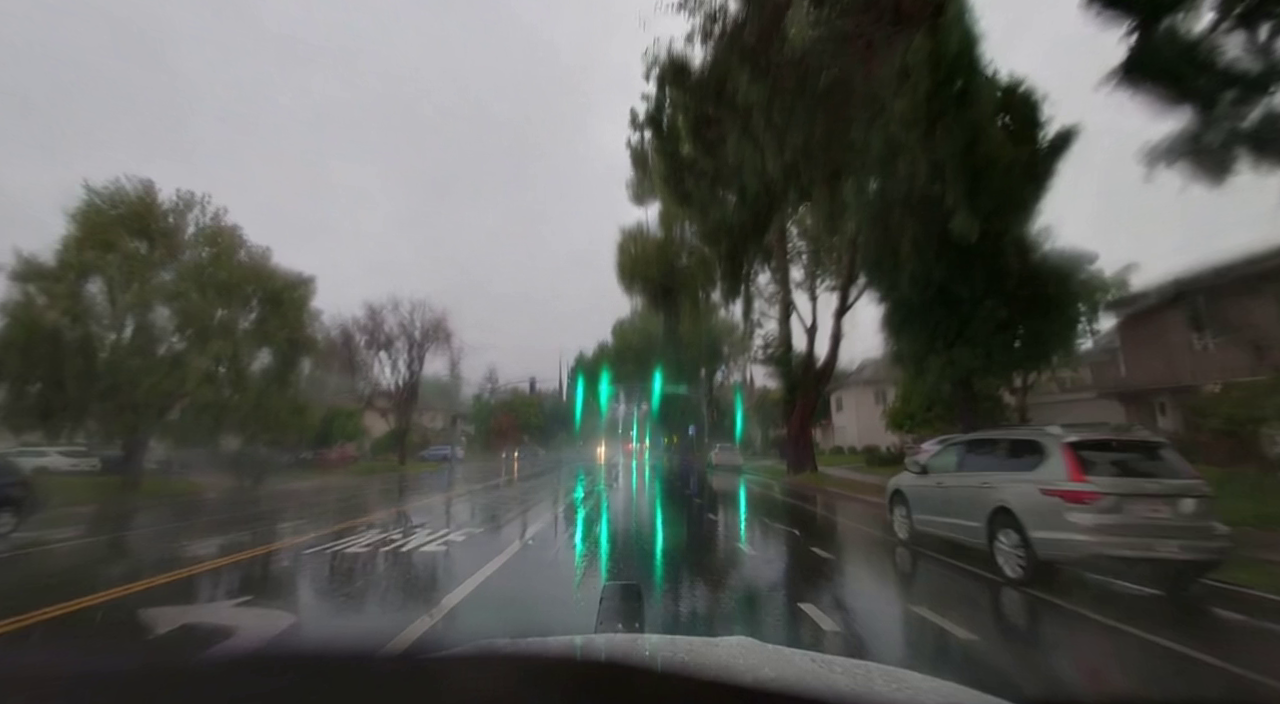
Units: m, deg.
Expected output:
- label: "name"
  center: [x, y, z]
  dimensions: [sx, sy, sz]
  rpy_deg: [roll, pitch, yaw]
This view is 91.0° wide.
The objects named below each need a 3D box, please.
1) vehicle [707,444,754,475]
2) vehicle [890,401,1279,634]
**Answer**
- label: "vehicle"
  center: [5.085, 6.117, 36.101]
  dimensions: [1.979, 1.637, 4.321]
  rpy_deg: [0, -9, -1]
- label: "vehicle"
  center: [4.882, 1.709, 7.389]
  dimensions: [2.182, 1.755, 4.351]
  rpy_deg: [5, -8, 2]
